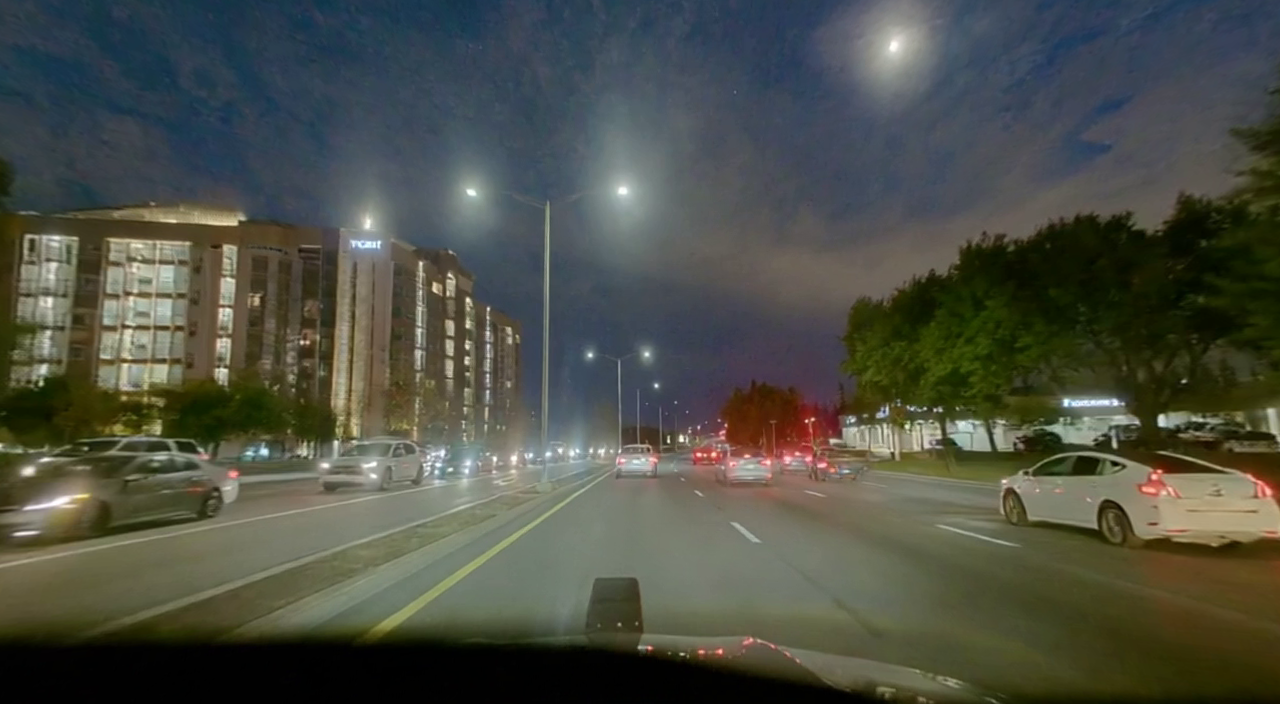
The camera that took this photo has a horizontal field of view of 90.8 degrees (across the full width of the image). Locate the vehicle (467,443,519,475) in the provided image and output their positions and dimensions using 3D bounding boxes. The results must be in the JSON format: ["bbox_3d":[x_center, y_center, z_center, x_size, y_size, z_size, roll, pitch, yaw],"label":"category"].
[{"bbox_3d":[-8.515,6.215,36.925,1.953,1.647,4.401,-2,-8,1],"label":"vehicle"}]

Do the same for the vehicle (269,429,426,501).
[{"bbox_3d":[-8.511,3.367,19.078,2.362,1.825,4.988,-2,-9,0],"label":"vehicle"}]

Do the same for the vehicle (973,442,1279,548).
[{"bbox_3d":[8.110,2.347,11.170,1.909,1.456,4.569,0,-9,0],"label":"vehicle"}]

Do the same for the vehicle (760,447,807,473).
[{"bbox_3d":[8.775,6.653,39.070,1.860,1.475,4.488,0,-9,0],"label":"vehicle"}]

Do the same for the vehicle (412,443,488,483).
[{"bbox_3d":[-8.358,4.891,28.155,2.076,1.595,4.110,-1,-8,1],"label":"vehicle"}]

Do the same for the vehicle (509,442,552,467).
[{"bbox_3d":[-8.213,7.725,47.788,2.183,1.706,4.862,0,-9,2],"label":"vehicle"}]

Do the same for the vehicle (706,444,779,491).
[{"bbox_3d":[3.520,4.012,22.341,1.852,1.498,3.825,0,-9,-1],"label":"vehicle"}]

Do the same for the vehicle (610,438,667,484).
[{"bbox_3d":[-0.030,4.386,25.595,2.101,1.694,3.979,0,-9,1],"label":"vehicle"}]

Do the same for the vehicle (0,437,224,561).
[{"bbox_3d":[-8.658,2.018,9.094,1.974,1.476,4.983,-2,-8,0],"label":"vehicle"}]
